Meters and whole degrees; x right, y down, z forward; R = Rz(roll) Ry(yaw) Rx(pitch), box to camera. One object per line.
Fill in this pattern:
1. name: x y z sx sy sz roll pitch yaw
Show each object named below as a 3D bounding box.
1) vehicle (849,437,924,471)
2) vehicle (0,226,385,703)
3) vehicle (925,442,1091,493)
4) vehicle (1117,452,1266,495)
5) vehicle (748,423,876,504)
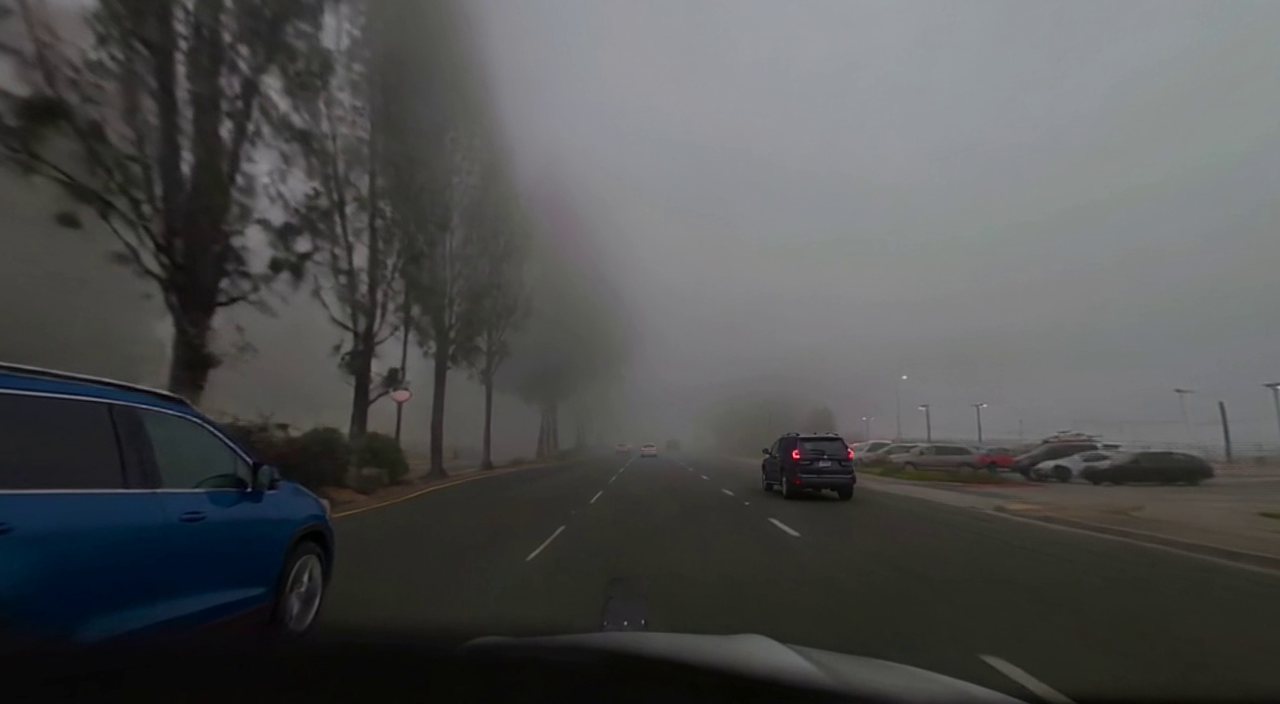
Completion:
1. vehicle: 12.676 5.258 32.676 1.781 1.615 4.095 2 -8 -8
2. vehicle: -3.187 0.632 2.566 2.210 1.925 4.838 0 -8 0
3. vehicle: 11.760 3.705 20.373 4.217 1.522 1.755 0 -8 4
4. vehicle: 21.226 4.659 24.560 1.822 1.460 4.409 0 -8 0
5. vehicle: 4.202 2.805 16.274 2.024 1.773 4.431 1 -8 0
